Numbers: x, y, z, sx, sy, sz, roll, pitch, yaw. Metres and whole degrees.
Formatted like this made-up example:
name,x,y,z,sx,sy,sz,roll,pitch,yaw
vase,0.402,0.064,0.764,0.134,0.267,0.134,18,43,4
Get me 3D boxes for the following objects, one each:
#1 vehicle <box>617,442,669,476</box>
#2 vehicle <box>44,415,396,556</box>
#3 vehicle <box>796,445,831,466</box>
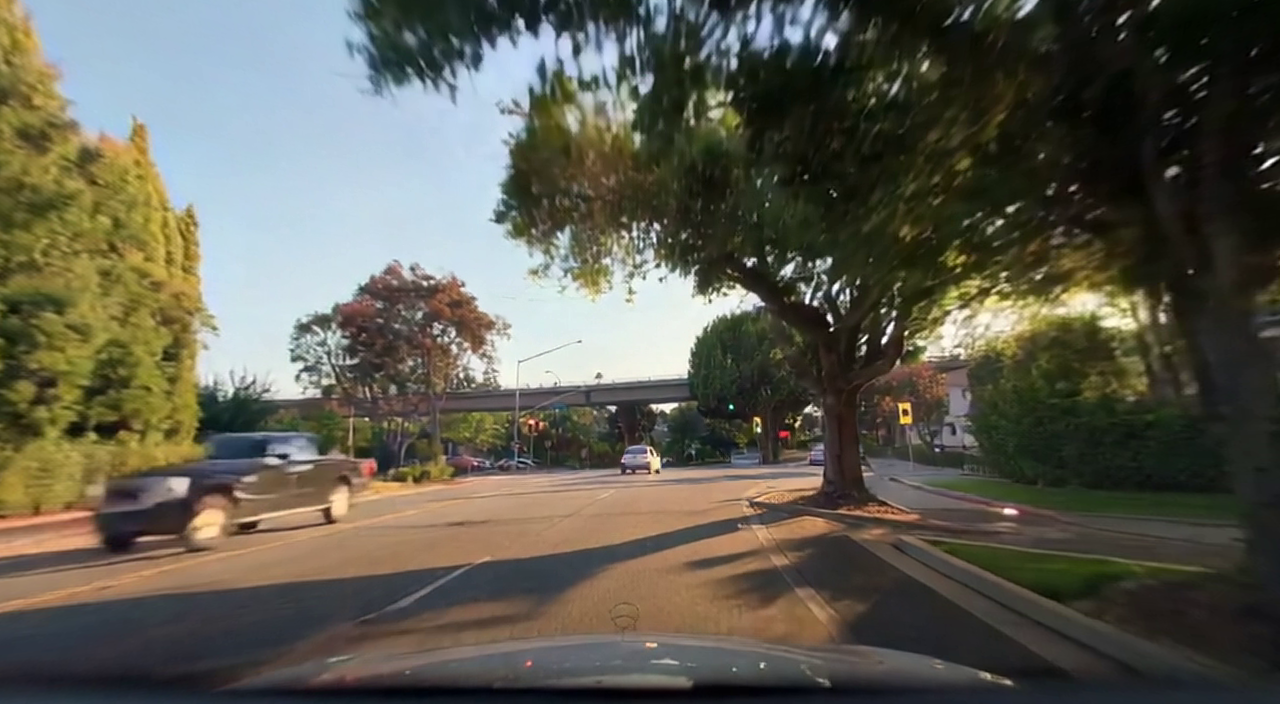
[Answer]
name,x,y,z,sx,sy,sz,roll,pitch,yaw
vehicle,0.221,5.388,31.925,1.997,1.542,4.202,0,-9,9
vehicle,-6.850,2.235,11.458,2.177,1.871,5.550,0,-9,5
vehicle,12.917,7.669,46.902,2.058,1.475,4.587,-2,-9,20
